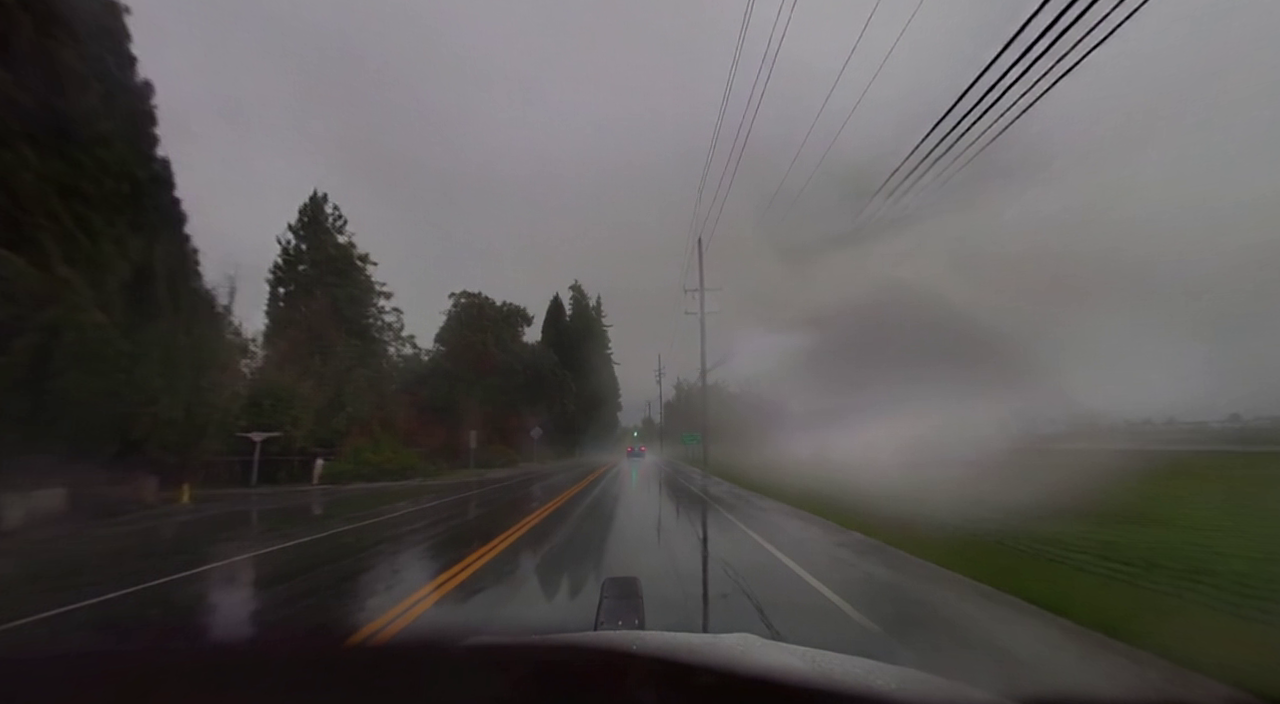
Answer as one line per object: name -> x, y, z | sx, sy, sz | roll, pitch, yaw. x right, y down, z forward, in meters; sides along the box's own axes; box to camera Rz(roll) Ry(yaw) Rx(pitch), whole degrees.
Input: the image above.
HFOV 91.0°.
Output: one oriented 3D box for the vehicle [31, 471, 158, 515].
vehicle -> -28.406, 7.335, 32.897 | 4.729, 1.830, 2.178 | -4, -9, 3
